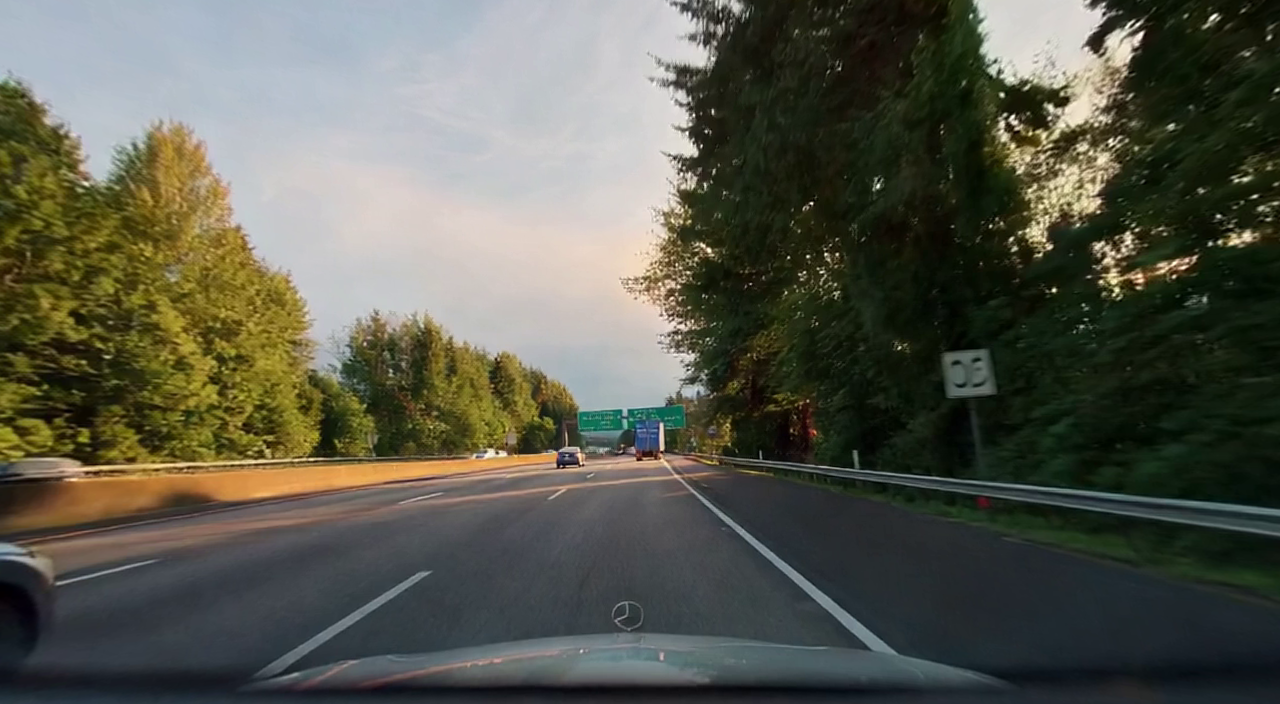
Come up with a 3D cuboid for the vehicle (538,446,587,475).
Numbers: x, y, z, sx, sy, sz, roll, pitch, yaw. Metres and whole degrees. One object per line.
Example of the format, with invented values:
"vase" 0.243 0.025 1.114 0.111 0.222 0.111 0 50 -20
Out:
"vehicle" -4.072 5.778 33.695 2.045 1.430 3.951 0 -9 1
